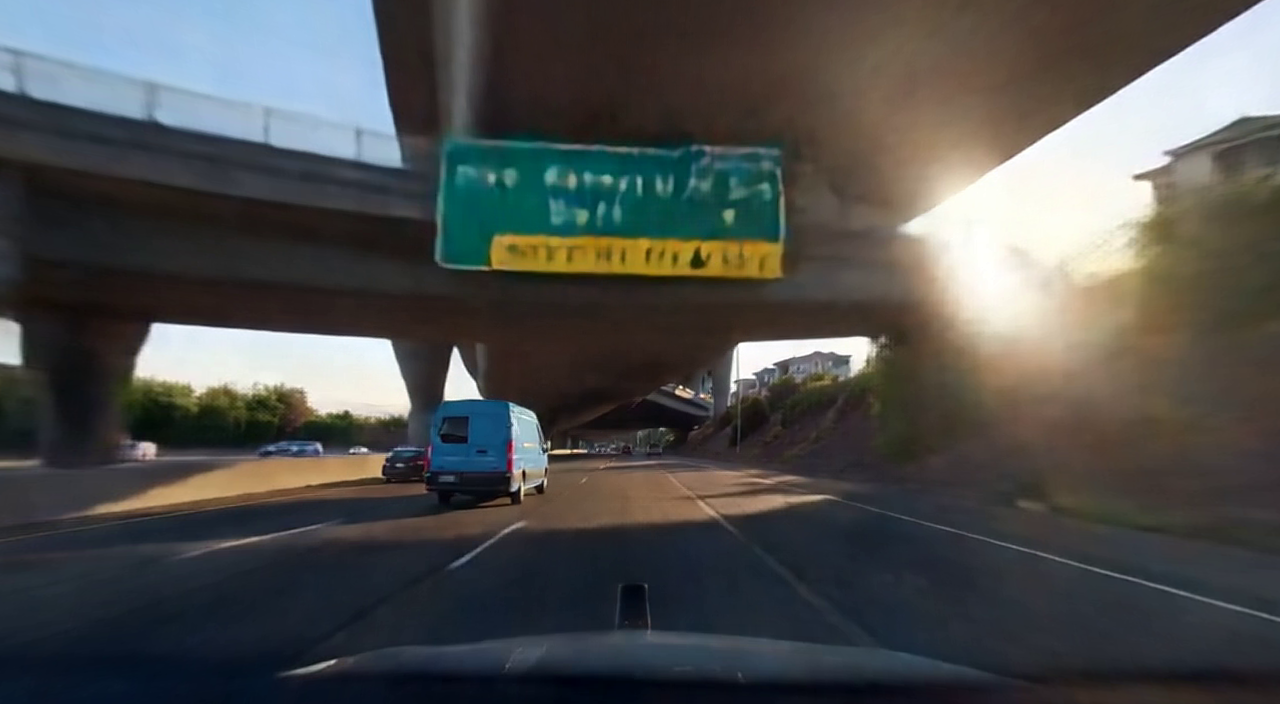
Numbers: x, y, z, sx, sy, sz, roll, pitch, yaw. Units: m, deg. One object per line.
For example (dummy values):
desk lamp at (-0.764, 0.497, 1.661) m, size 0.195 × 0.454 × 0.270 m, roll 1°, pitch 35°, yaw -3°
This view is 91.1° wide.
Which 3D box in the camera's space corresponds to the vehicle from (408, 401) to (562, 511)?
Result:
vehicle at (-3.517, 2.536, 15.618) m, size 2.372 × 2.248 × 5.393 m, roll 0°, pitch -9°, yaw 1°
